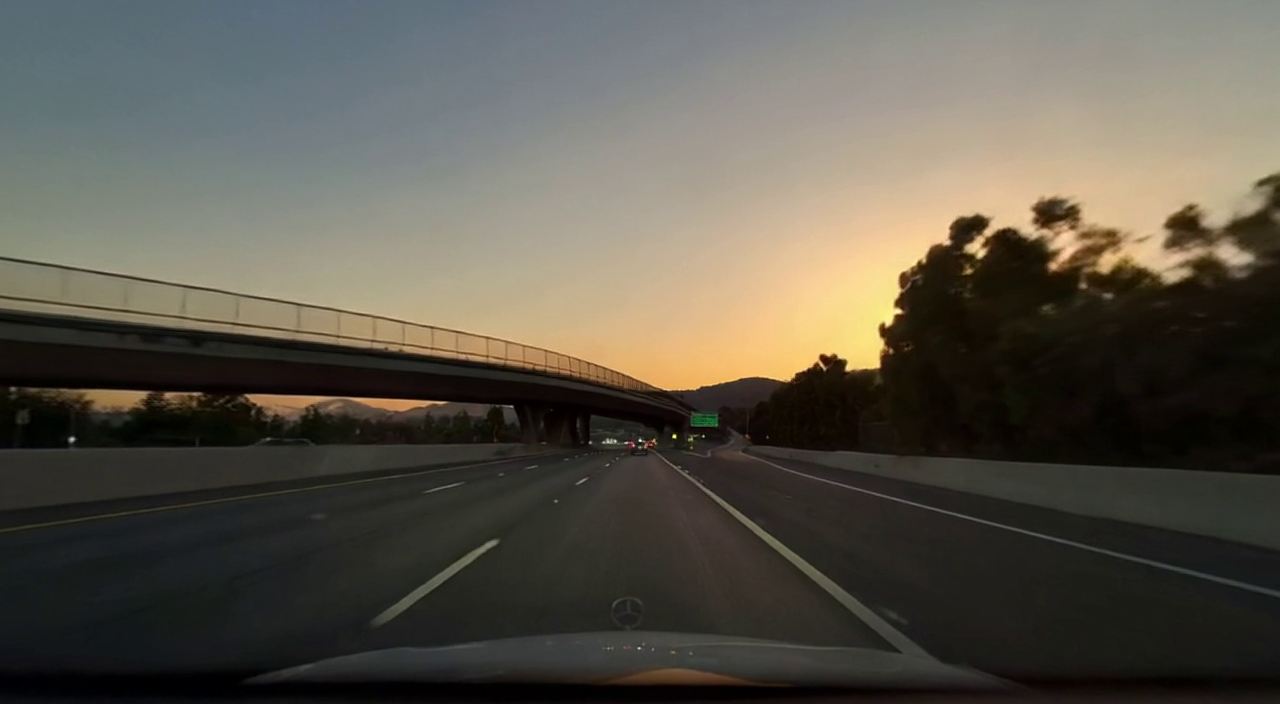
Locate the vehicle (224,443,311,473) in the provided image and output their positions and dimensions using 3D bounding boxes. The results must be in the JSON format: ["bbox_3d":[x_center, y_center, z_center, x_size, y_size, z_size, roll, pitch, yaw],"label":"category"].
[{"bbox_3d":[-20.364,5.791,34.740,1.917,1.531,4.680,0,-8,0],"label":"vehicle"}]
